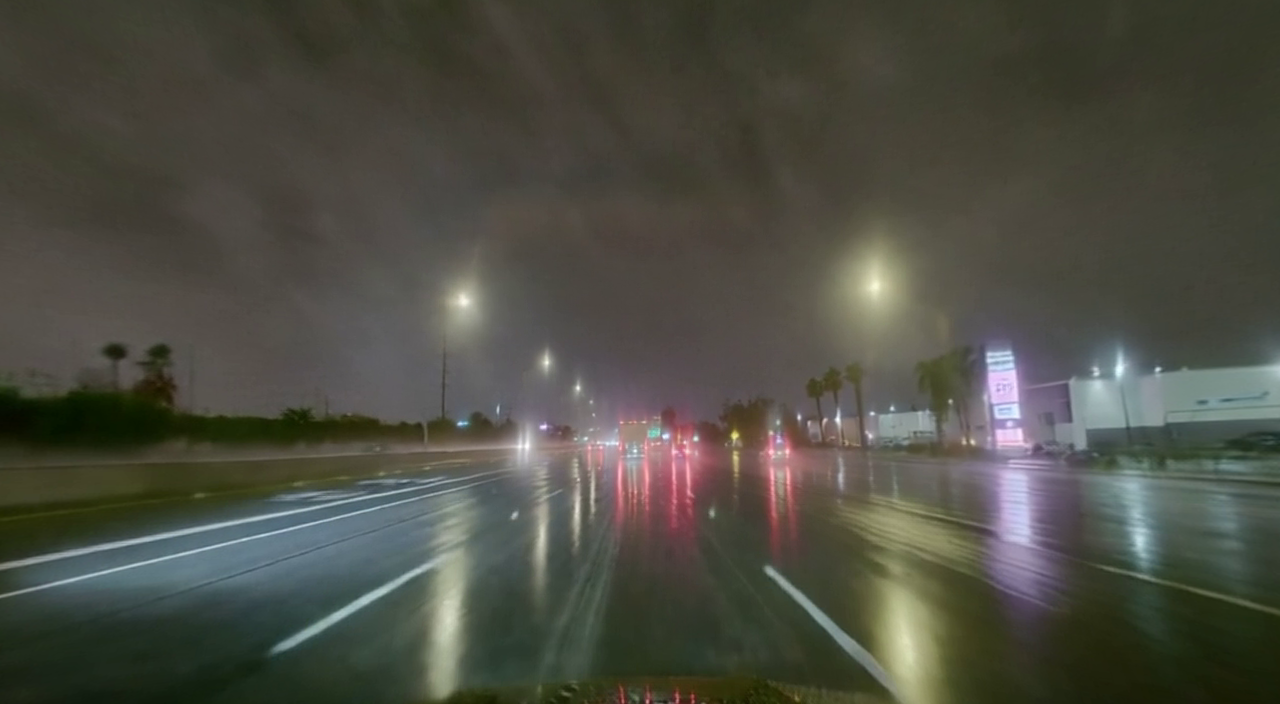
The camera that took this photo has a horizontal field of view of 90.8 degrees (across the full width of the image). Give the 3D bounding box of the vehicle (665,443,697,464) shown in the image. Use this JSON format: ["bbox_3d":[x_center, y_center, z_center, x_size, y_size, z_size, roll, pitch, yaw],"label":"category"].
[{"bbox_3d":[3.049,7.679,47.969,2.049,1.485,4.106,0,-8,-1],"label":"vehicle"}]

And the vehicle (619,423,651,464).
[{"bbox_3d":[-0.452,7.111,48.986,2.364,2.953,6.495,0,-8,-2],"label":"vehicle"}]
